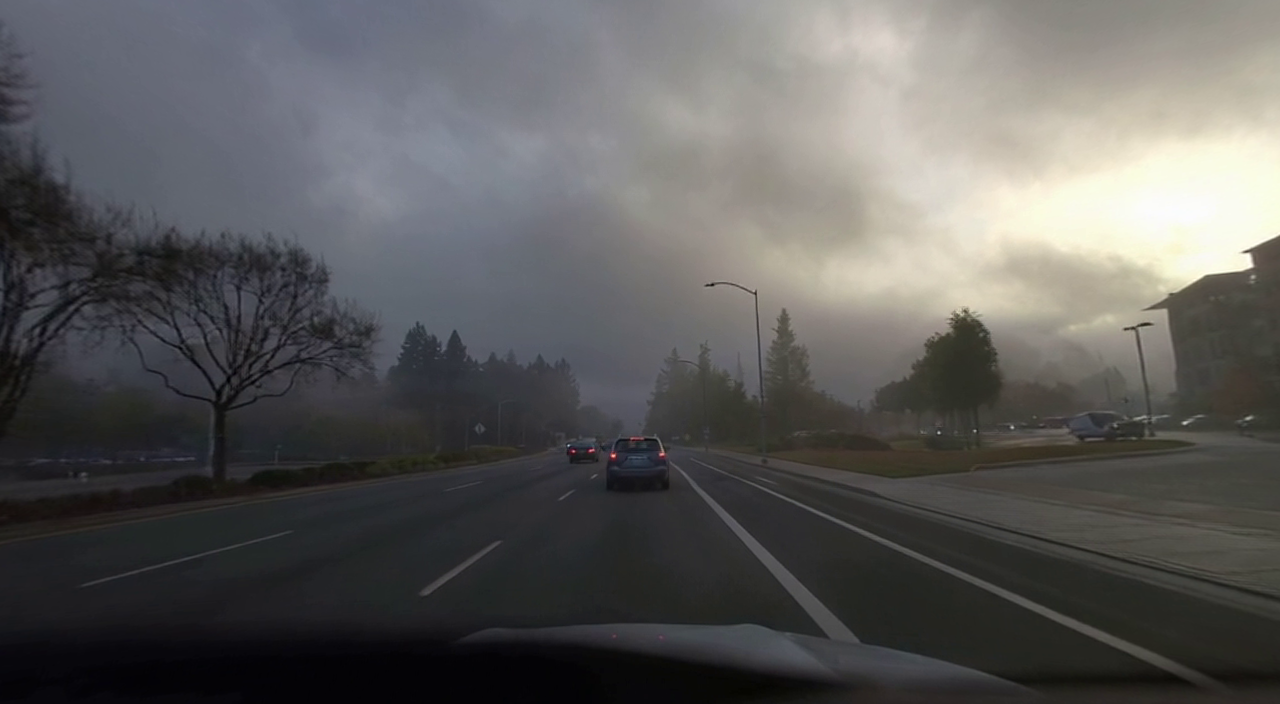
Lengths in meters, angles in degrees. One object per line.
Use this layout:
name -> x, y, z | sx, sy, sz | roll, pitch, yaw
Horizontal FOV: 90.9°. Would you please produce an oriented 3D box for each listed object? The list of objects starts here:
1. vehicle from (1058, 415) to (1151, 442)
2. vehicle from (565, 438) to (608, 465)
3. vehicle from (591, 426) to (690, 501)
vehicle -> 31.899, 5.323, 43.508 | 4.903, 1.767, 2.105 | -5, -10, 31
vehicle -> -3.077, 5.856, 37.261 | 1.942, 1.462, 4.905 | -1, -8, 3
vehicle -> 0.033, 2.784, 16.159 | 2.199, 1.652, 4.101 | 0, -8, 1
